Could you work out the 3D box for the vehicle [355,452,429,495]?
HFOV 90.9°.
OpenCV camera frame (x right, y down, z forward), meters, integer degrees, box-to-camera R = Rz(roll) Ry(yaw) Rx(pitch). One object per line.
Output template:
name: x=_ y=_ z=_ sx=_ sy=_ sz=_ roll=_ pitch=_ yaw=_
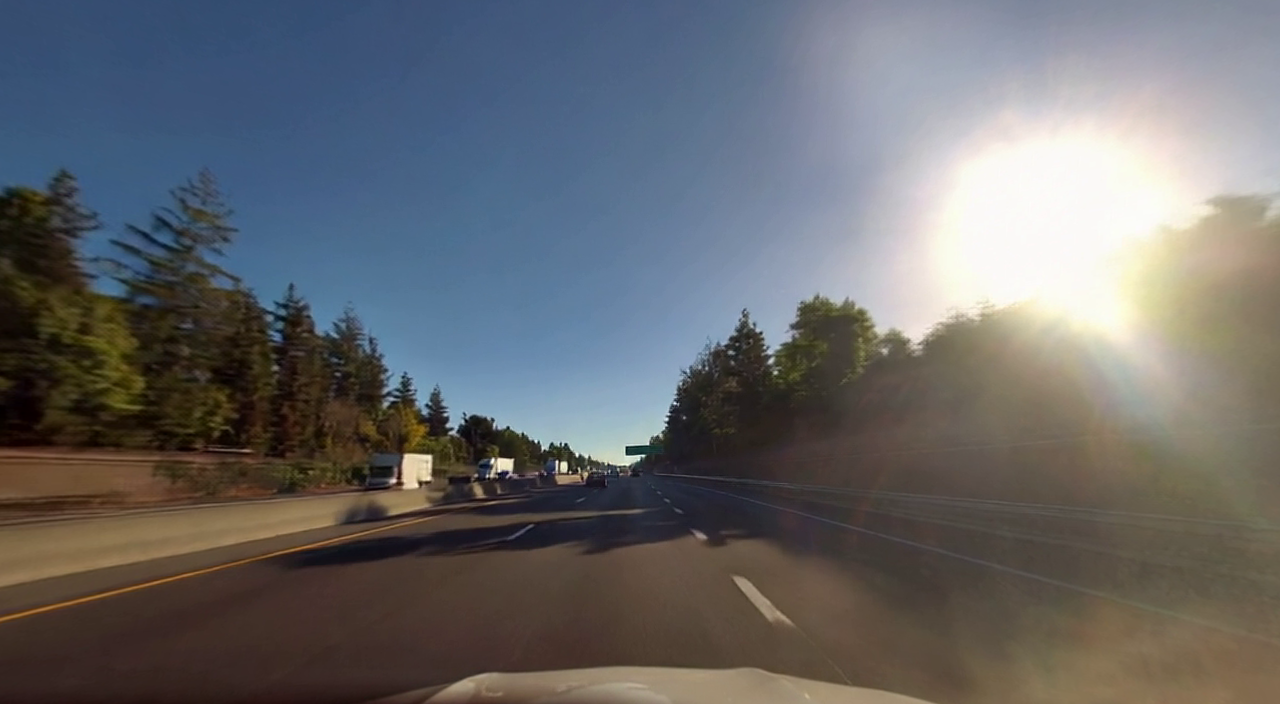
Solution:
vehicle: x=-17.285 y=8.511 z=44.454 sx=2.485 sy=2.734 sz=6.652 roll=1 pitch=-10 yaw=-1
